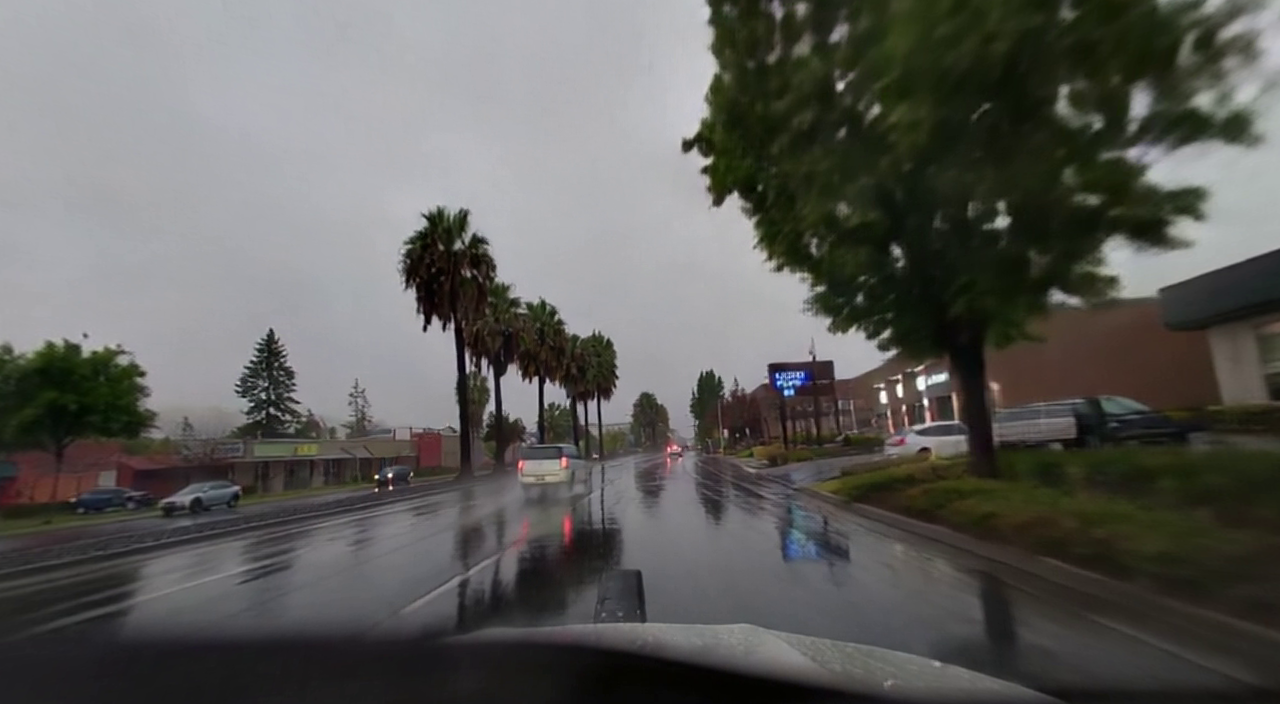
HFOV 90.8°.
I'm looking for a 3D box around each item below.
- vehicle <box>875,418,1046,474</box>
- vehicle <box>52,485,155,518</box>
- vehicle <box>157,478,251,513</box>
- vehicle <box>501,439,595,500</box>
[{"bbox_3d":[10.629,3.159,21.279,4.577,1.750,2.115,-1,-8,4],"label":"vehicle"},{"bbox_3d":[-34.776,9.677,41.014,4.710,1.897,2.146,0,-8,1],"label":"vehicle"},{"bbox_3d":[-23.955,7.872,34.966,1.929,1.552,4.488,0,-8,2],"label":"vehicle"},{"bbox_3d":[-2.850,3.755,20.707,2.147,1.745,4.648,-1,-8,3],"label":"vehicle"}]
